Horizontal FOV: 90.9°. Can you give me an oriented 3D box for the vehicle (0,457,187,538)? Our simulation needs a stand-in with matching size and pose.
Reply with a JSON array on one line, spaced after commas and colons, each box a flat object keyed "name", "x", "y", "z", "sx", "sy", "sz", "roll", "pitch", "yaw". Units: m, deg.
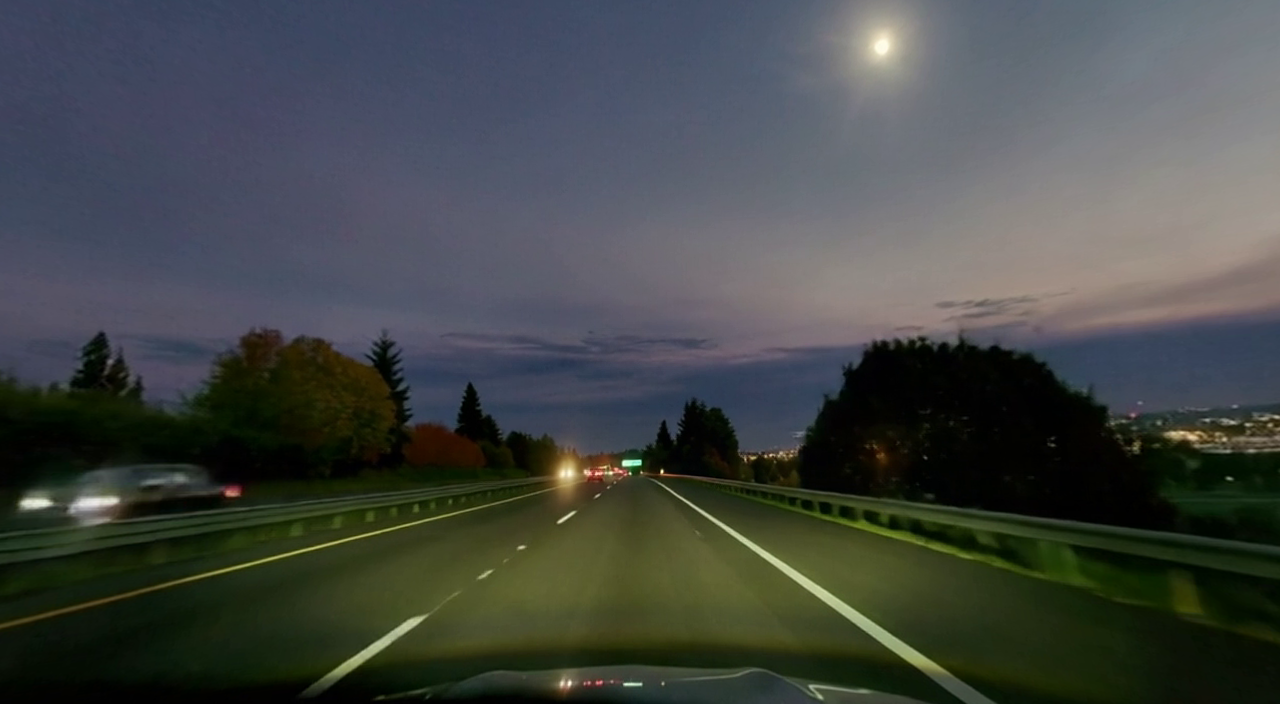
[{"name": "vehicle", "x": -13.043, "y": 3.216, "z": 14.406, "sx": 1.983, "sy": 1.520, "sz": 4.466, "roll": 1, "pitch": -10, "yaw": 0}]
